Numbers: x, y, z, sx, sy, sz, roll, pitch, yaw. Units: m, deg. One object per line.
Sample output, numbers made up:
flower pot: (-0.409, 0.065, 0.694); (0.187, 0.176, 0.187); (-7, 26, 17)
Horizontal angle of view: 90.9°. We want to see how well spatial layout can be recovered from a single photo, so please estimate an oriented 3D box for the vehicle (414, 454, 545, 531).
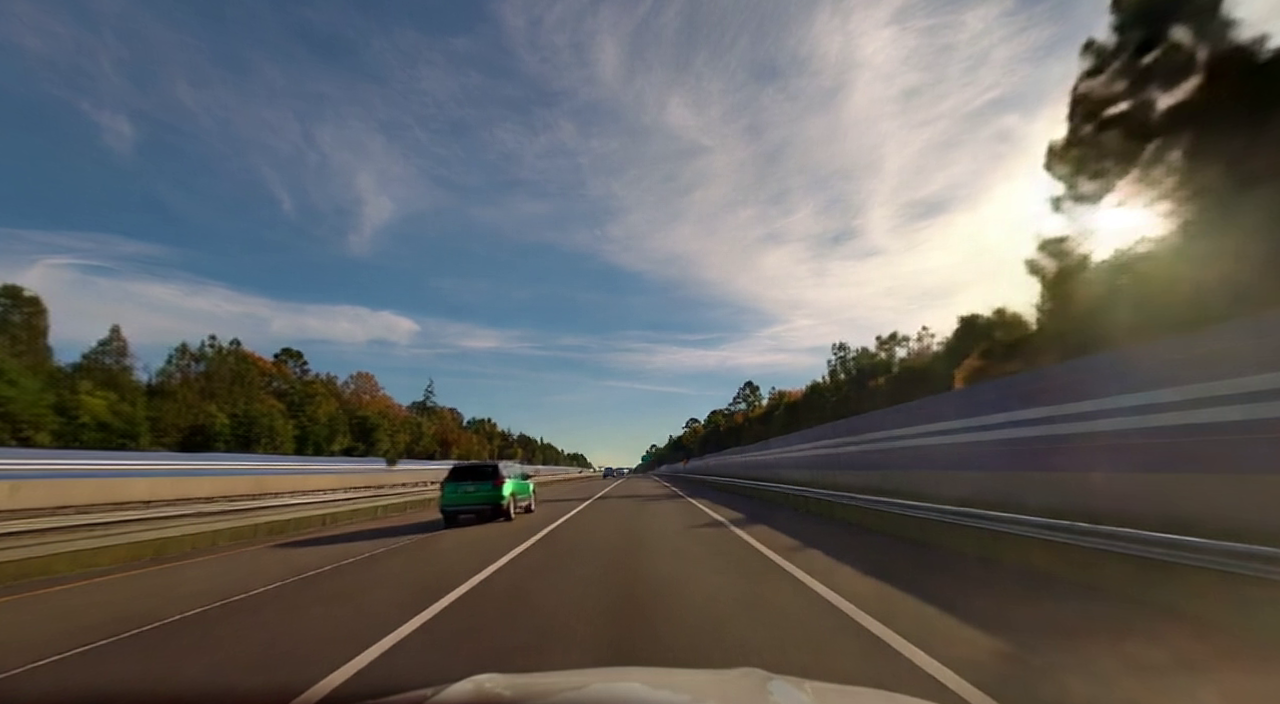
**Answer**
vehicle: (-3.525, 3.182, 14.639); (1.985, 1.515, 3.839); (0, -10, 0)
